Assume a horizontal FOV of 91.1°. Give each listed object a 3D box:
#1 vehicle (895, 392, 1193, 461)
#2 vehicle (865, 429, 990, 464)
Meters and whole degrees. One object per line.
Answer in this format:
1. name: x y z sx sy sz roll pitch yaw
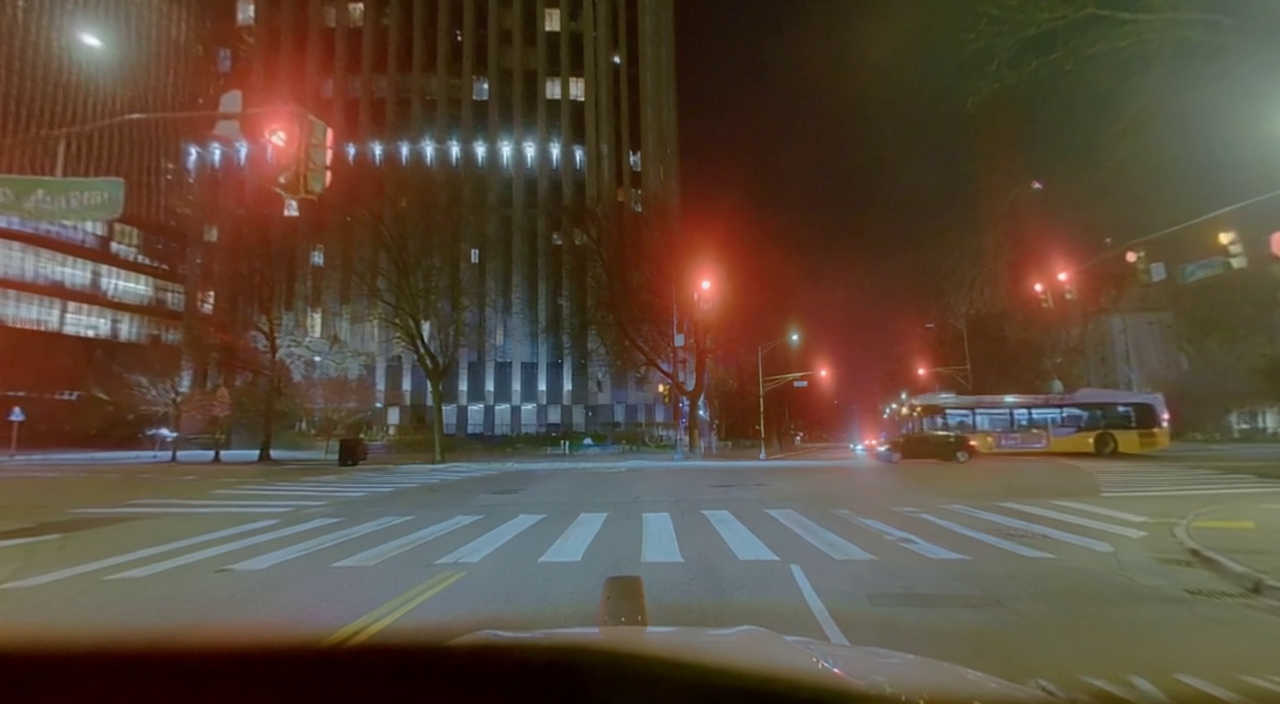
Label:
1. vehicle: 19.977 3.804 31.636 12.822 3.296 3.033 0 -9 -1
2. vehicle: 12.505 4.131 27.511 4.538 1.461 1.805 0 -9 -1
